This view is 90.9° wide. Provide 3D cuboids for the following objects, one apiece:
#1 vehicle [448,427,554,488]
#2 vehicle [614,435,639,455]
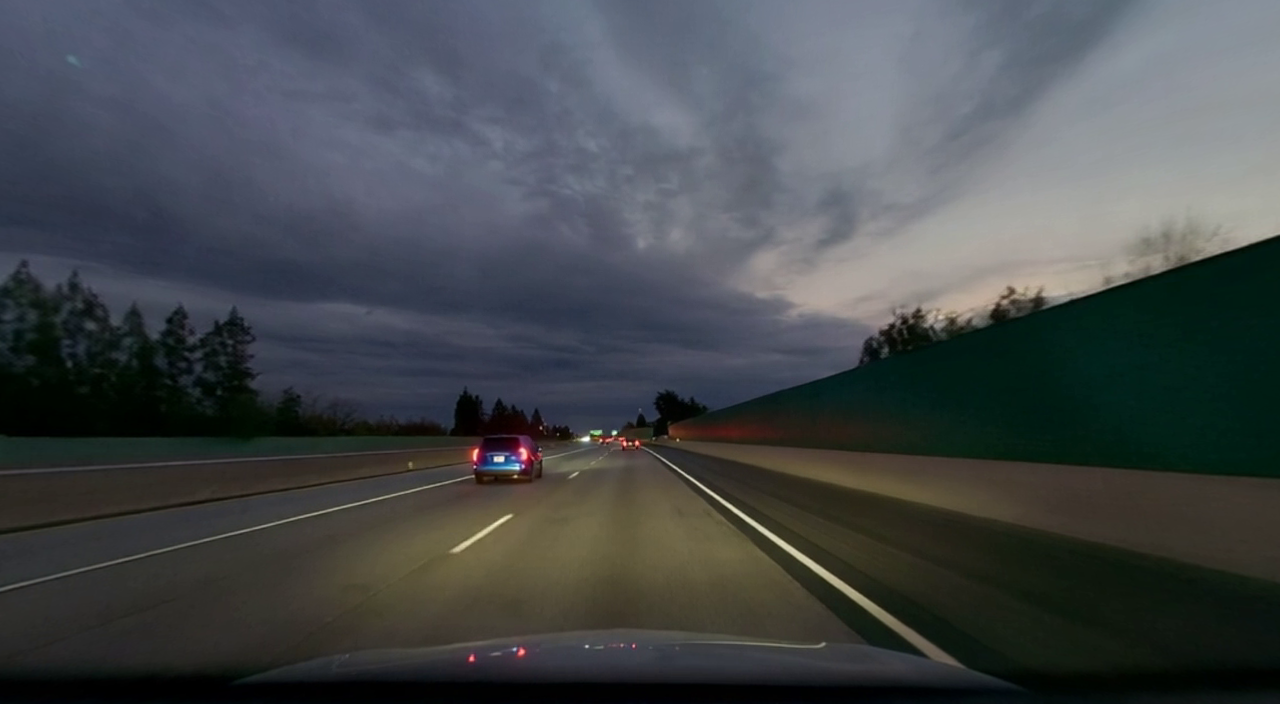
[{"bbox_3d":[-3.909,3.037,18.656,2.072,1.545,4.767,0,-8,0],"label":"vehicle"},{"bbox_3d":[-0.980,6.844,46.524,1.836,1.450,3.519,0,-8,-1],"label":"vehicle"}]
